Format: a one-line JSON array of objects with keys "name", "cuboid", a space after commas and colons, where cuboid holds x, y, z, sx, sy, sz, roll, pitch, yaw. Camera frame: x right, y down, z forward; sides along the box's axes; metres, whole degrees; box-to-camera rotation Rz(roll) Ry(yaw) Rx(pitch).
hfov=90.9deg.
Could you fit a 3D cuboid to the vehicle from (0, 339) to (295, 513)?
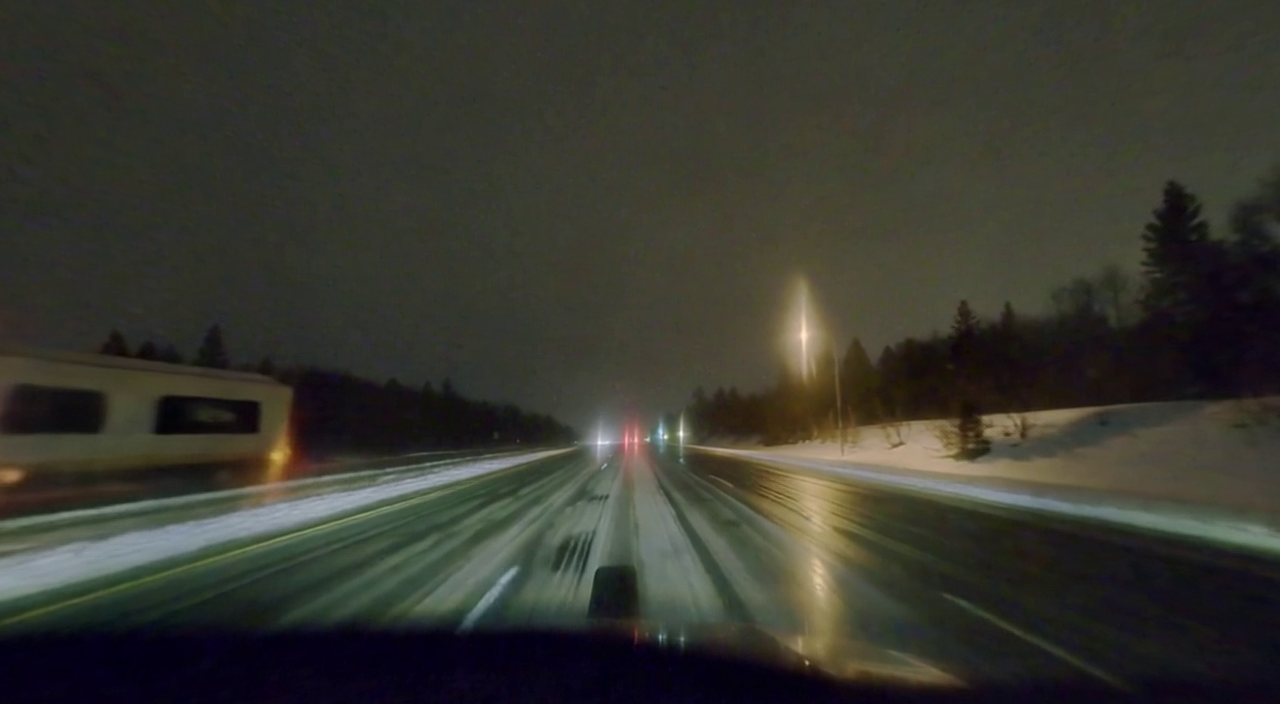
[{"name": "vehicle", "cuboid": [-16.543, 2.521, 20.659, 2.849, 4.030, 14.128, 0, -8, -2]}]
